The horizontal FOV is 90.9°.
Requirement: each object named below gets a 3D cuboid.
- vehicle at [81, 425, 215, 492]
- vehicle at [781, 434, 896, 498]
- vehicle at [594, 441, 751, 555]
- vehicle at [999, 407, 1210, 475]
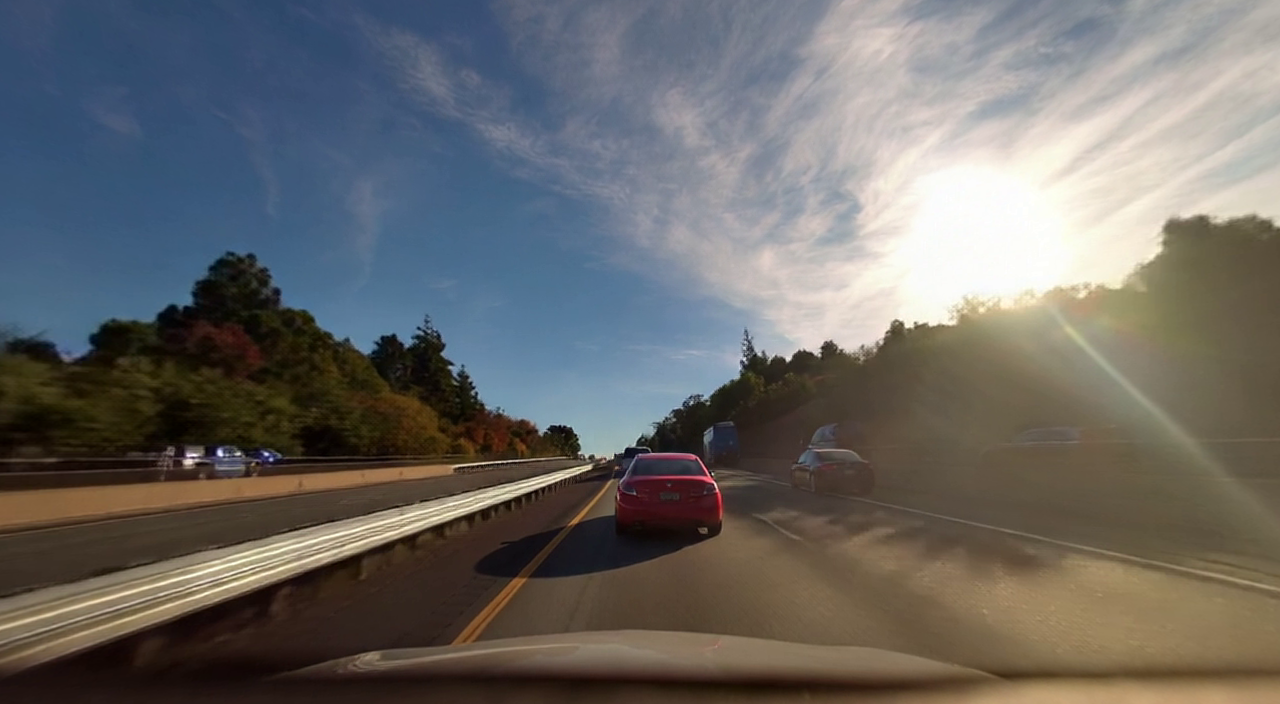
[{"bbox_3d":[-33.552,7.251,43.489,2.902,3.981,7.819,-3,-8,0],"label":"vehicle"},{"bbox_3d":[6.273,3.677,20.625,2.177,1.827,4.565,0,-9,-1],"label":"vehicle"},{"bbox_3d":[0.412,2.237,10.289,2.076,1.485,3.774,0,-9,0],"label":"vehicle"},{"bbox_3d":[31.501,6.381,44.329,2.822,3.996,14.073,1,-9,-7],"label":"vehicle"}]
